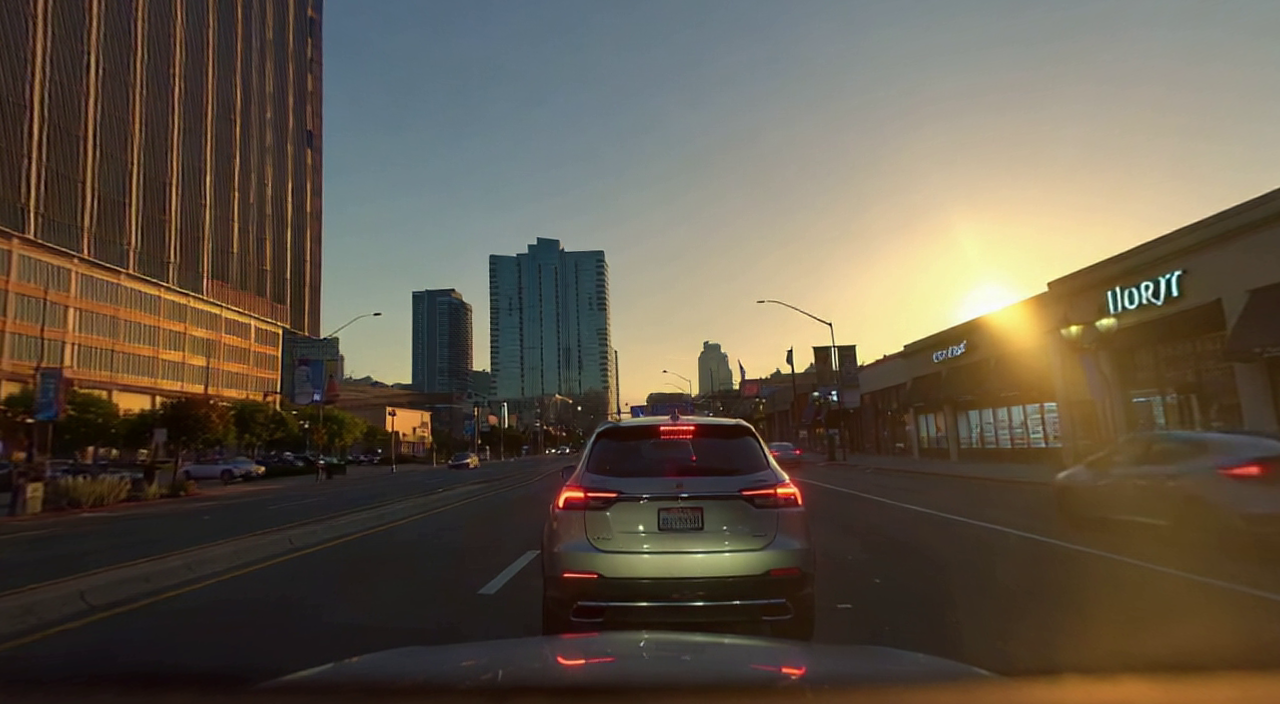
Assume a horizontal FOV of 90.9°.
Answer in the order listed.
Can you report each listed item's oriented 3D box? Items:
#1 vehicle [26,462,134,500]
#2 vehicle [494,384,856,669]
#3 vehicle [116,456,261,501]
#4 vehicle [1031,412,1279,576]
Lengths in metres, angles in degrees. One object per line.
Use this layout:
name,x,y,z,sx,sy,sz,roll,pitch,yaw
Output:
vehicle,-28.649,6.619,32.443,2.018,1.716,4.042,-1,-10,-5
vehicle,0.205,1.312,5.737,2.125,1.669,3.880,0,-8,0
vehicle,-19.373,5.386,27.244,1.981,1.659,4.608,-7,-10,37
vehicle,6.899,1.548,7.435,1.900,1.507,4.151,0,-8,0
